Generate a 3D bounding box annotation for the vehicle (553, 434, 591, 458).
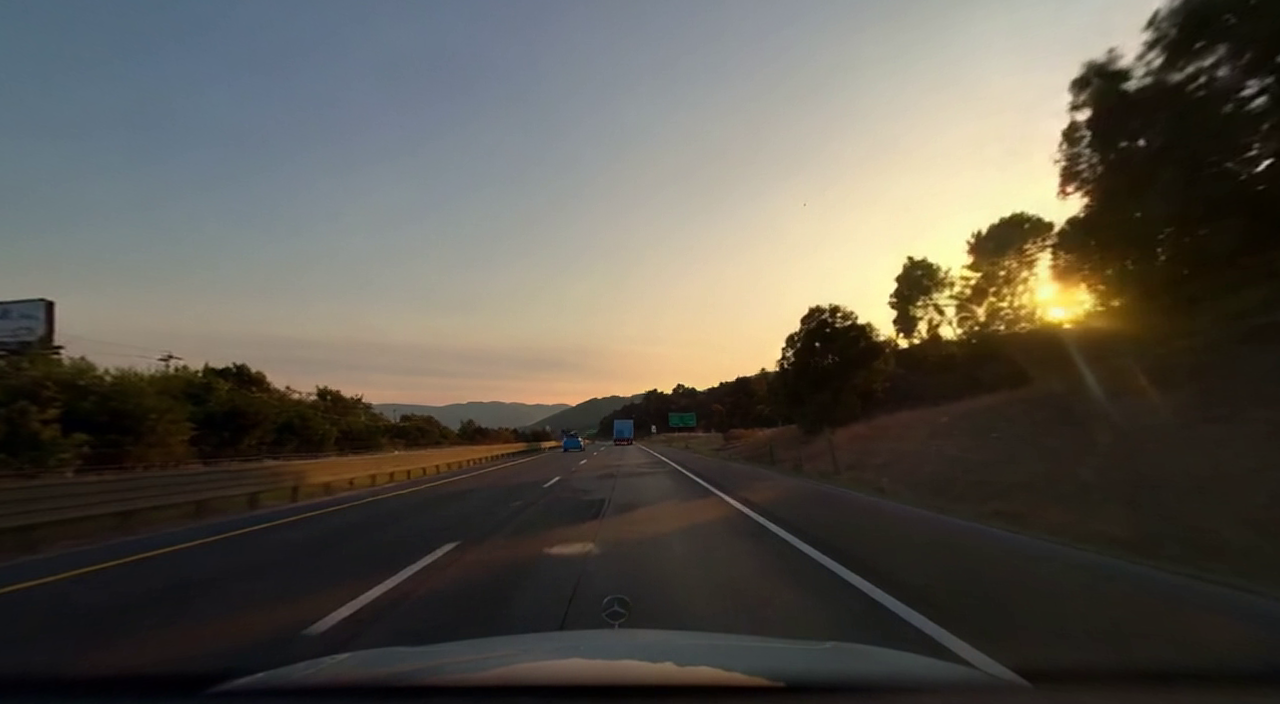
[{"bbox_3d":[-4.710,6.583,44.281,2.302,1.523,4.383,0,-8,-1],"label":"vehicle"}]
